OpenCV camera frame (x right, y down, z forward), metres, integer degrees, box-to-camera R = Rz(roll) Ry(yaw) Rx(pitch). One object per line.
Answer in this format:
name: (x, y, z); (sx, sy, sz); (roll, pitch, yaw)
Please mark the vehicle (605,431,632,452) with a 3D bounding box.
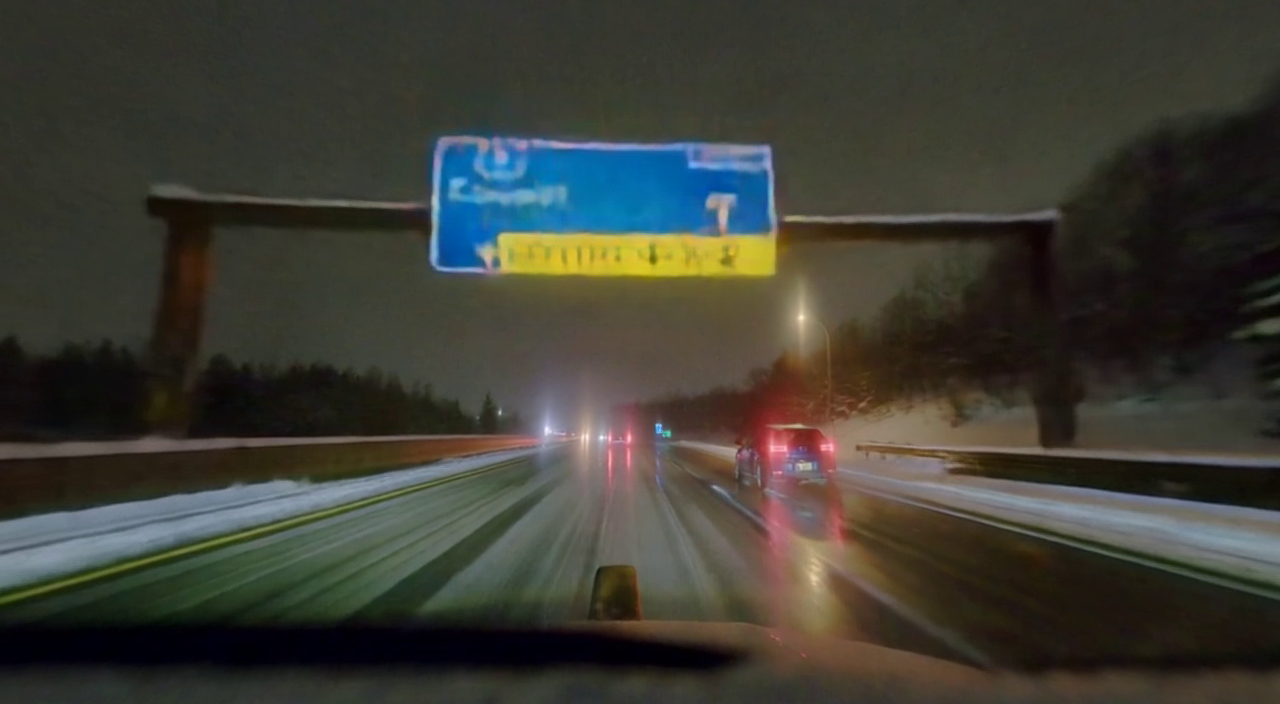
vehicle: (-1.650, 6.924, 48.526); (2.025, 1.519, 3.924); (0, -8, -2)
